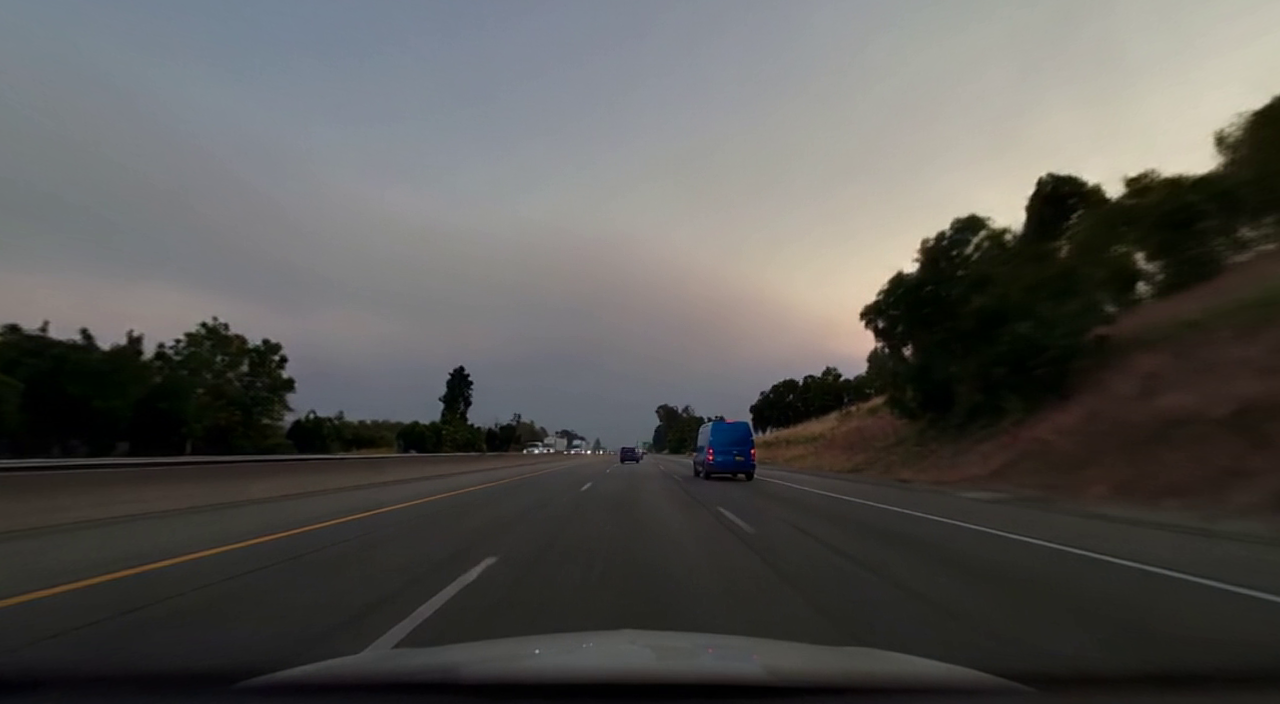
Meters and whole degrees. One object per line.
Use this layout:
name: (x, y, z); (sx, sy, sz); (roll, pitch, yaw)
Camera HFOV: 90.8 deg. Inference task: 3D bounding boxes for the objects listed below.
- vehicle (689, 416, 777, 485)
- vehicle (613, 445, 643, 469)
vehicle: (3.687, 4.123, 26.539); (2.552, 2.524, 6.630); (0, -9, -1)
vehicle: (-0.833, 7.679, 46.284); (2.069, 1.666, 4.338); (0, -9, 1)
